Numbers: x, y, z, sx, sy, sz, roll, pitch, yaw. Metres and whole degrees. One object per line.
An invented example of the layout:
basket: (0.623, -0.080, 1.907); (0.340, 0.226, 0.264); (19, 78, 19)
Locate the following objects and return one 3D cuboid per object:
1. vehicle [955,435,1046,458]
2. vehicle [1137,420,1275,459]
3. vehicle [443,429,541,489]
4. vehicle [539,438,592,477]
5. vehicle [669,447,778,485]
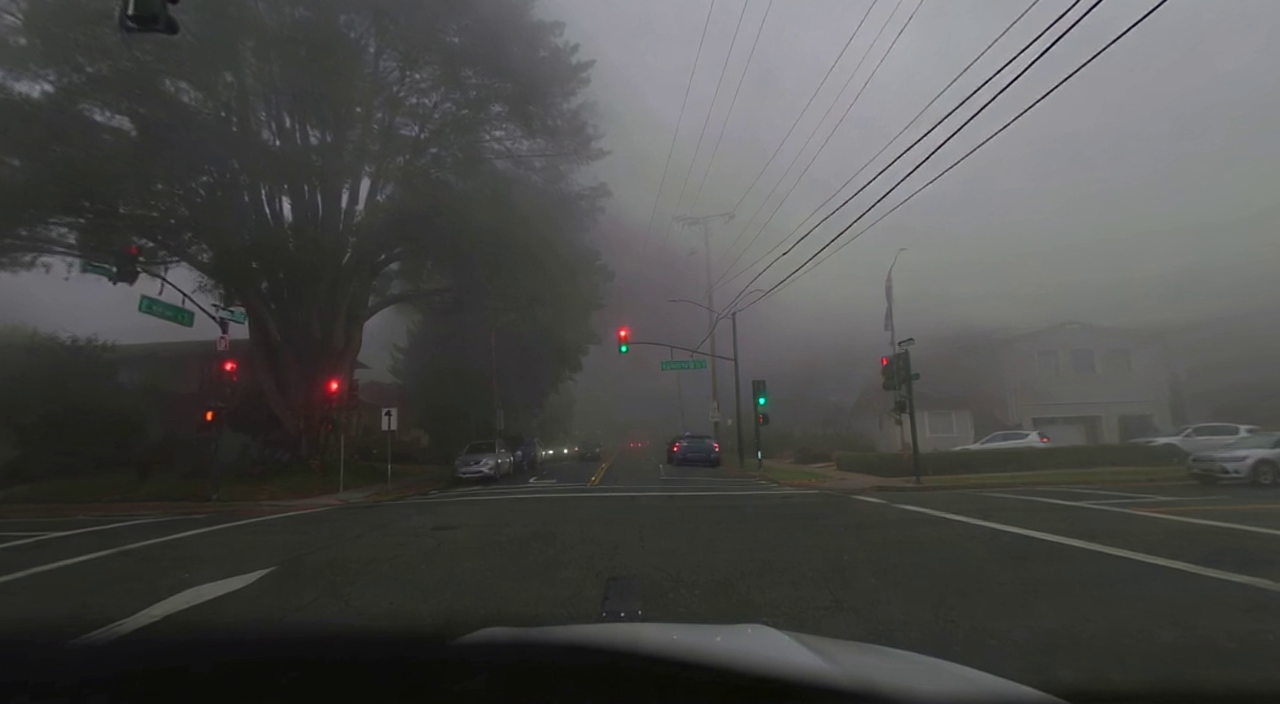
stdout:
vehicle: (24.969, 6.554, 43.833); (5.172, 1.515, 1.851); (0, -9, -2)
vehicle: (33.263, 5.165, 37.236); (5.969, 2.149, 2.331); (0, -9, -3)
vehicle: (-6.500, 4.836, 28.969); (2.896, 2.339, 7.322); (0, -9, -1)
vehicle: (-3.645, 5.279, 31.919); (2.120, 1.783, 4.788); (0, -9, 0)
vehicle: (3.505, 4.861, 27.385); (2.056, 1.493, 4.535); (7, -11, -38)
